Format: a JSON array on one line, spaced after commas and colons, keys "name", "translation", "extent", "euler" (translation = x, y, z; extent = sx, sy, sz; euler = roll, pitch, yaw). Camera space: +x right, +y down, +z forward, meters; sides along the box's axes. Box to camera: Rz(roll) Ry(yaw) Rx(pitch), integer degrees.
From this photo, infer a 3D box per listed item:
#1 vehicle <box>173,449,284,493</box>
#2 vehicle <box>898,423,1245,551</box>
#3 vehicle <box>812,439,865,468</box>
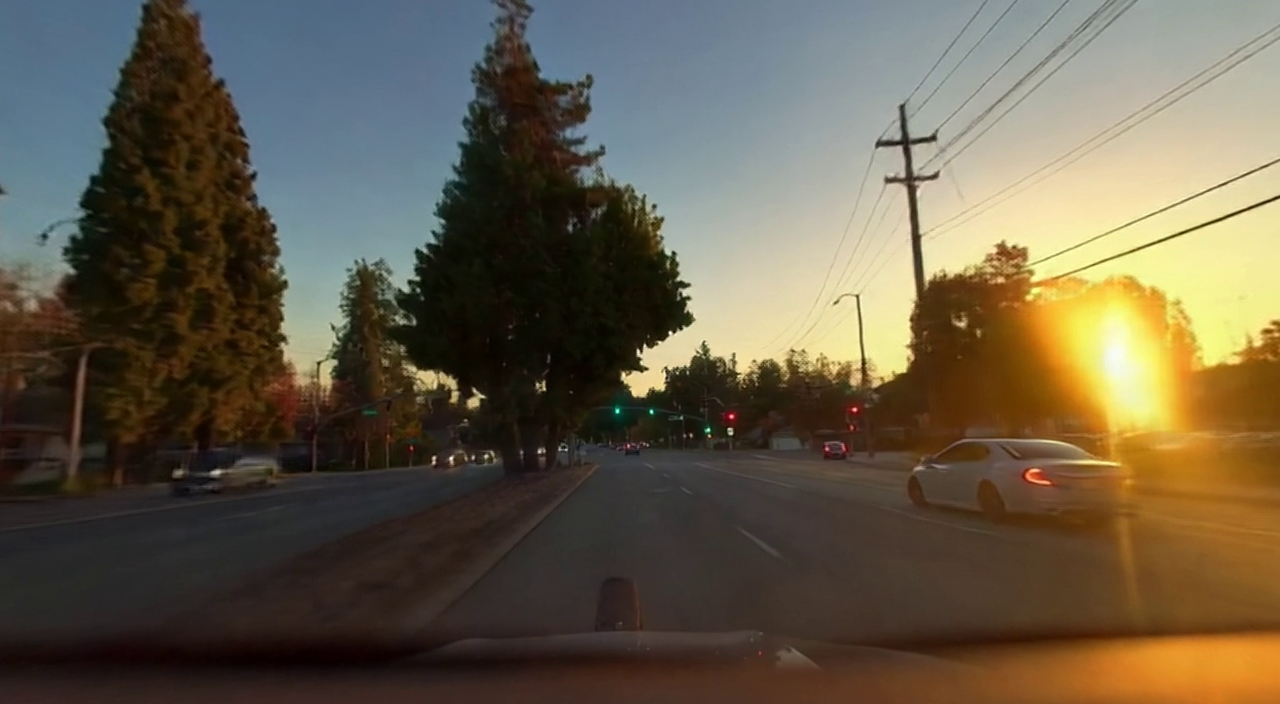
[{"name": "vehicle", "translation": [-18.031, 5.180, 27.993], "extent": [1.982, 1.728, 4.552], "euler": [0, -8, -2]}, {"name": "vehicle", "translation": [6.199, 1.980, 10.032], "extent": [2.113, 1.520, 4.650], "euler": [0, -8, -2]}, {"name": "vehicle", "translation": [11.589, 5.955, 37.110], "extent": [1.979, 1.581, 4.271], "euler": [-1, -8, 4]}]
